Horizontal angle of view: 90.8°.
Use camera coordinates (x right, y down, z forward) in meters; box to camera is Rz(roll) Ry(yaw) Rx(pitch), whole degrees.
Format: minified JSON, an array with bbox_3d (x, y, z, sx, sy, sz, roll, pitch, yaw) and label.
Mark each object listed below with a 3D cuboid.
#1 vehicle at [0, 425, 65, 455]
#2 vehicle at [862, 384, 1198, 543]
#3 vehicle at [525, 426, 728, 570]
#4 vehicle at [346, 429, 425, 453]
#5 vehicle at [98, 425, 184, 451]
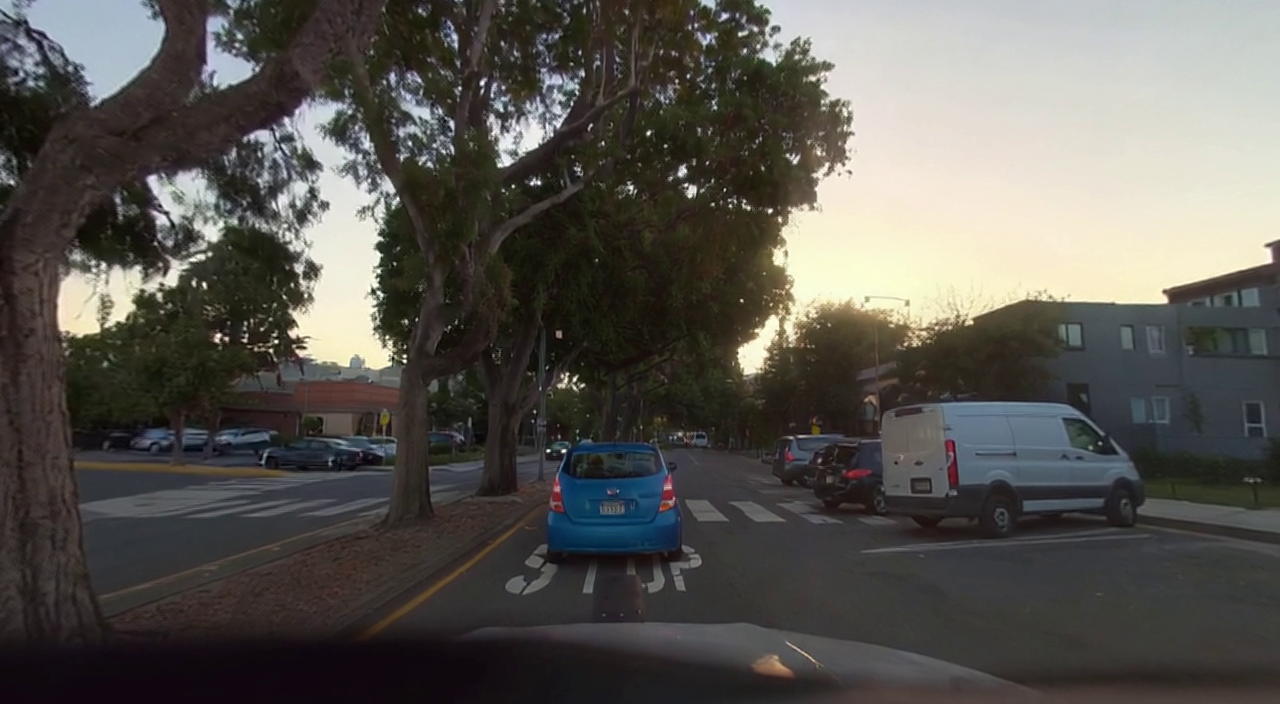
[{"bbox_3d":[-31.815,4.394,31.563,4.168,1.458,1.904,0,-8,-2],"label":"vehicle"},{"bbox_3d":[6.654,1.818,10.761,5.385,2.146,2.143,4,-9,-25],"label":"vehicle"},{"bbox_3d":[-0.210,1.829,8.768,2.065,1.450,4.522,0,-8,-2],"label":"vehicle"},{"bbox_3d":[-18.455,6.461,45.957,4.892,1.679,1.927,1,-8,-6],"label":"vehicle"},{"bbox_3d":[-31.799,5.494,40.304,3.915,1.574,1.850,0,-8,3],"label":"vehicle"}]
